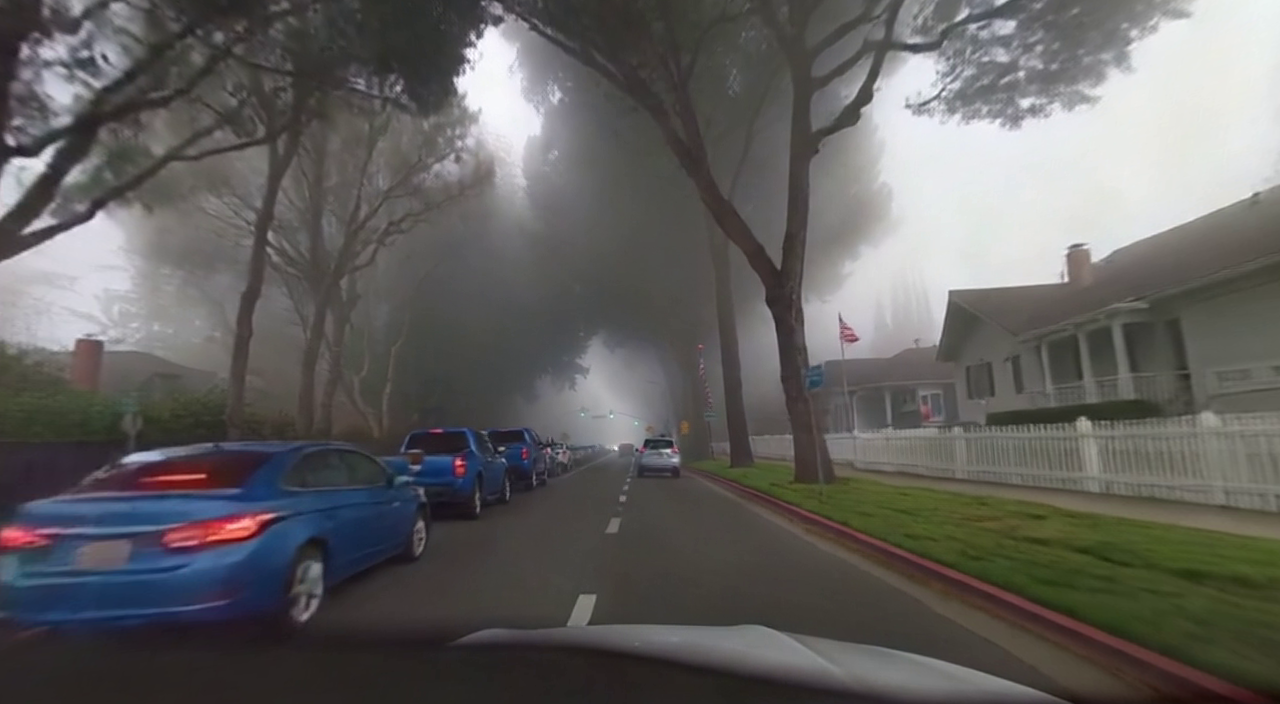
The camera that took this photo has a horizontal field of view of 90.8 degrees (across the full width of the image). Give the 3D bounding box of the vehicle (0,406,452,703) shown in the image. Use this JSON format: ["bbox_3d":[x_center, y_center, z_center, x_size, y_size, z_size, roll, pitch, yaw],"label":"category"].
[{"bbox_3d":[-3.206,1.389,5.549,1.919,1.501,4.509,0,-9,-3],"label":"vehicle"}]

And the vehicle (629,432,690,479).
[{"bbox_3d":[0.689,4.173,25.580,2.258,1.682,4.635,0,-9,-1],"label":"vehicle"}]
